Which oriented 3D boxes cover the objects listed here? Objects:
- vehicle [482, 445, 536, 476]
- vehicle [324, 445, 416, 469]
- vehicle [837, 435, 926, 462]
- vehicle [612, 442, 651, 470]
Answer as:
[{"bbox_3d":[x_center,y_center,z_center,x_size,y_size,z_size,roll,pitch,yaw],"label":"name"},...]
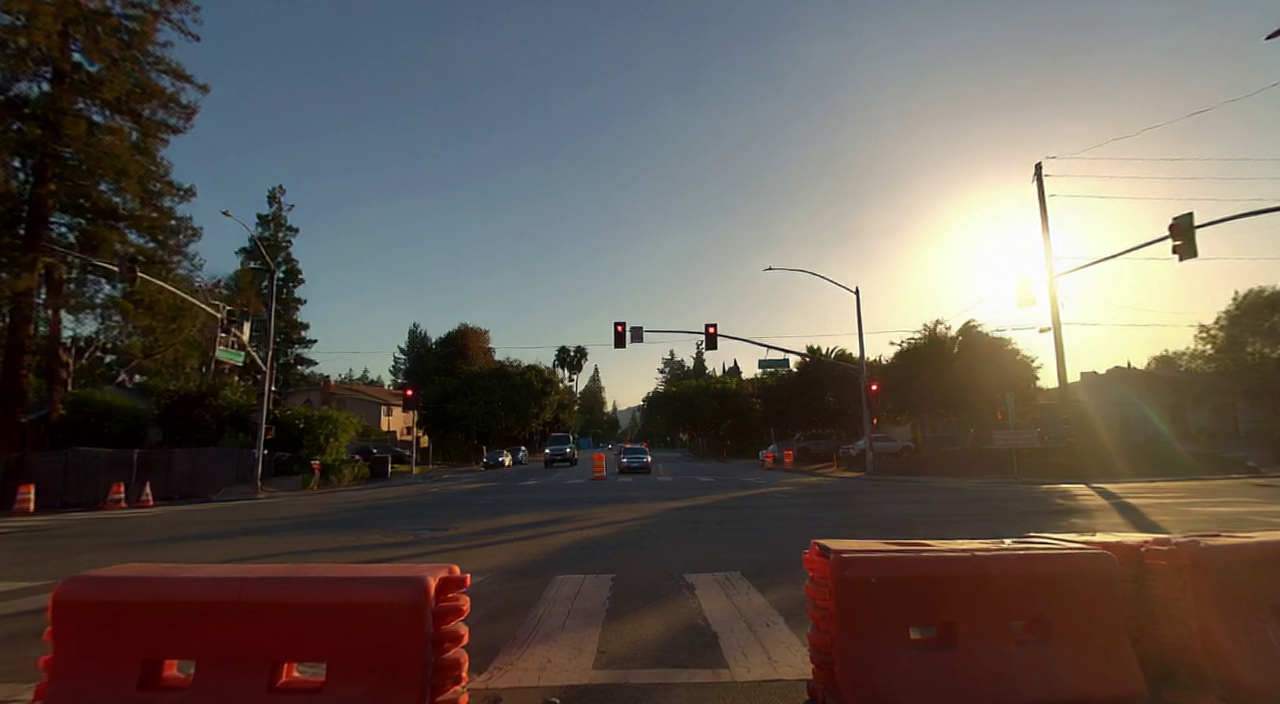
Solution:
[{"bbox_3d":[-6.620,5.525,32.402,1.881,1.452,4.121,0,-8,0],"label":"vehicle"},{"bbox_3d":[-16.401,6.382,38.596,4.713,1.409,1.918,0,-8,-2],"label":"vehicle"},{"bbox_3d":[15.364,6.175,40.324,4.892,1.656,1.856,0,-8,0],"label":"vehicle"},{"bbox_3d":[-0.498,5.965,36.405,2.105,1.457,4.173,0,-8,-1],"label":"vehicle"}]
